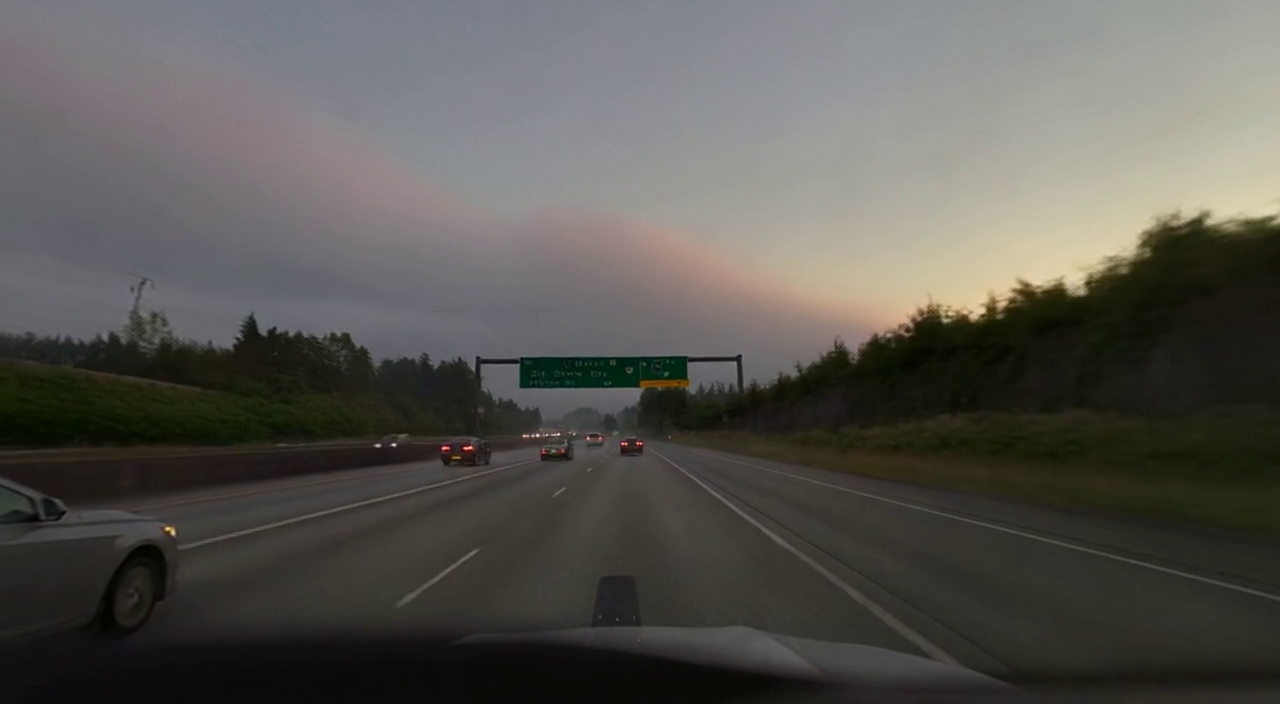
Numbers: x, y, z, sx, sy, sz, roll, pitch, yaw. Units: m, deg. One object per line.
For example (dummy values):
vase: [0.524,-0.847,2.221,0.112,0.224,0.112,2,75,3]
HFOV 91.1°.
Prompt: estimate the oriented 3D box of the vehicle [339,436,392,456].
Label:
vehicle: [-20.720,7.095,47.654,1.893,1.463,4.702,0,-8,0]

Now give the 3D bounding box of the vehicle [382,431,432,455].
vehicle: [-16.432,6.447,44.550,1.903,1.612,4.379,0,-8,0]

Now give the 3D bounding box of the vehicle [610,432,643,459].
vehicle: [-0.868,5.964,40.357,2.002,1.611,3.778,0,-8,-1]

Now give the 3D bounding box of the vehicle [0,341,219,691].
vehicle: [-4.337,0.791,2.759,1.971,1.822,4.366,0,-8,-1]

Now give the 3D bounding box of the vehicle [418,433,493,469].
vehicle: [-8.303,4.489,28.855,1.953,1.524,4.863,0,-8,0]

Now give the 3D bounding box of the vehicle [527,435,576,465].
vehicle: [-4.454,4.974,32.194,1.909,1.445,4.087,0,-8,0]
